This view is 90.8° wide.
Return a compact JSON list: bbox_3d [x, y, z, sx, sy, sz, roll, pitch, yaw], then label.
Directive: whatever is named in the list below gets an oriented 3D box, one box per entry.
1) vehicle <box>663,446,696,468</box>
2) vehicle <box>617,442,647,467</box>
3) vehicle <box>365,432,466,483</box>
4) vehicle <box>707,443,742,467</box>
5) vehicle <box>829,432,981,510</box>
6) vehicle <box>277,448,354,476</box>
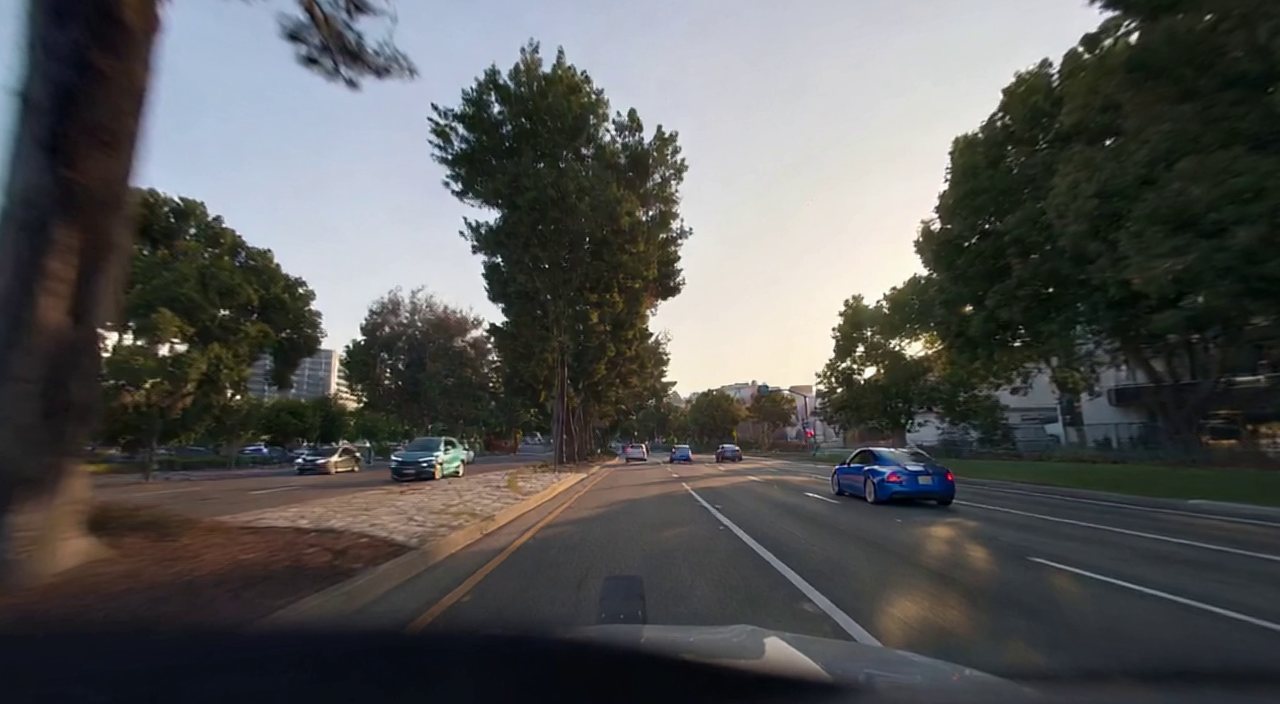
[{"bbox_3d":[2.793,7.517,45.537,1.930,1.483,4.471,1,-9,-2],"label":"vehicle"},{"bbox_3d":[-0.606,7.643,47.341,2.146,1.800,4.042,0,-9,-1],"label":"vehicle"},{"bbox_3d":[-8.741,4.148,25.108,2.123,1.782,4.622,0,-9,2],"label":"vehicle"},{"bbox_3d":[6.099,7.487,46.004,1.931,1.685,4.054,0,-9,-2],"label":"vehicle"},{"bbox_3d":[6.674,3.028,16.554,1.987,1.730,4.373,0,-9,-1],"label":"vehicle"},{"bbox_3d":[-18.266,6.173,35.800,1.817,1.423,4.477,0,-9,2],"label":"vehicle"}]
